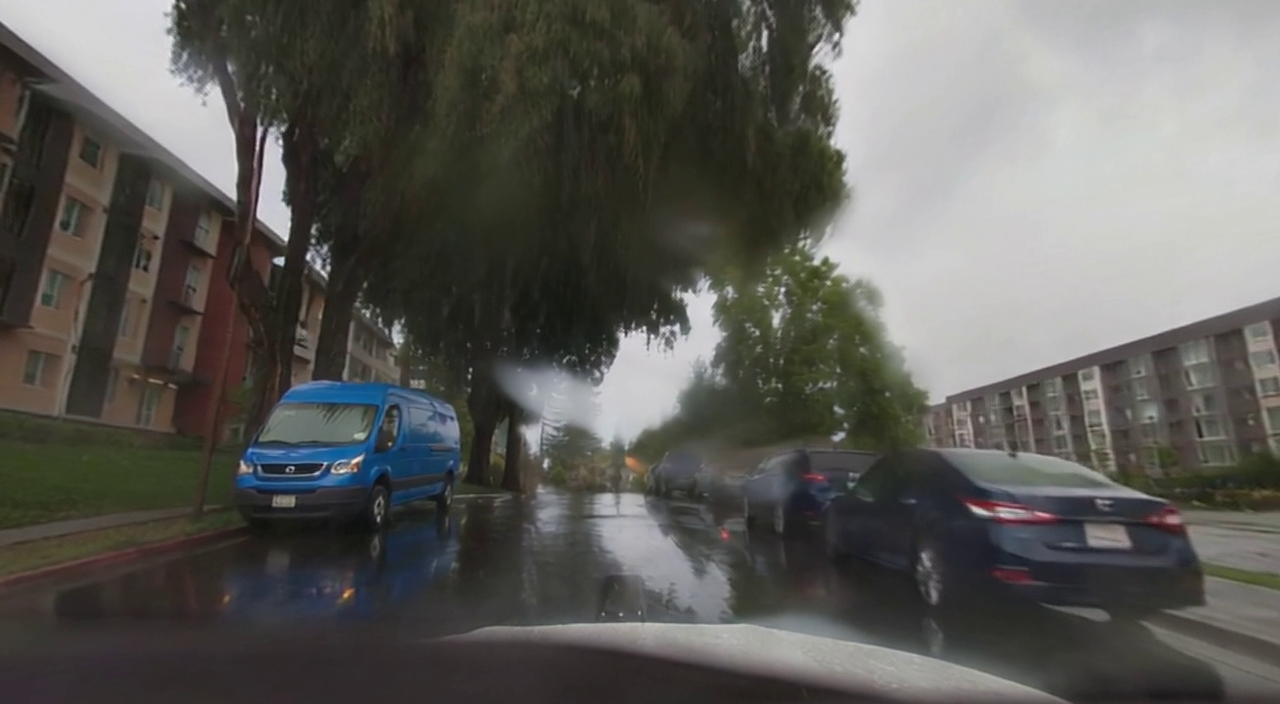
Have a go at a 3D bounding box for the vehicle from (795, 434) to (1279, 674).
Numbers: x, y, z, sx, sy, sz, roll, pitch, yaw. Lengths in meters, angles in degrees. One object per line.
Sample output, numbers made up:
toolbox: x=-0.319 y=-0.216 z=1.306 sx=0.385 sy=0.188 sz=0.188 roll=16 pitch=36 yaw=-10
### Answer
vehicle: x=3.033 y=1.561 z=6.097 sx=1.827 sy=1.436 sz=4.322 roll=0 pitch=-9 yaw=-2

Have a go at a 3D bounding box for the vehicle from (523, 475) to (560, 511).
vehicle: x=-6.729 y=9.643 z=43.491 sx=2.090 sy=1.674 sz=4.457 roll=-4 pitch=-4 yaw=-5

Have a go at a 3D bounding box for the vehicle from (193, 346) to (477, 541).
vehicle: x=-5.178 y=1.744 z=12.417 sx=2.546 sy=2.664 sz=6.863 roll=-2 pitch=-8 yaw=-4
